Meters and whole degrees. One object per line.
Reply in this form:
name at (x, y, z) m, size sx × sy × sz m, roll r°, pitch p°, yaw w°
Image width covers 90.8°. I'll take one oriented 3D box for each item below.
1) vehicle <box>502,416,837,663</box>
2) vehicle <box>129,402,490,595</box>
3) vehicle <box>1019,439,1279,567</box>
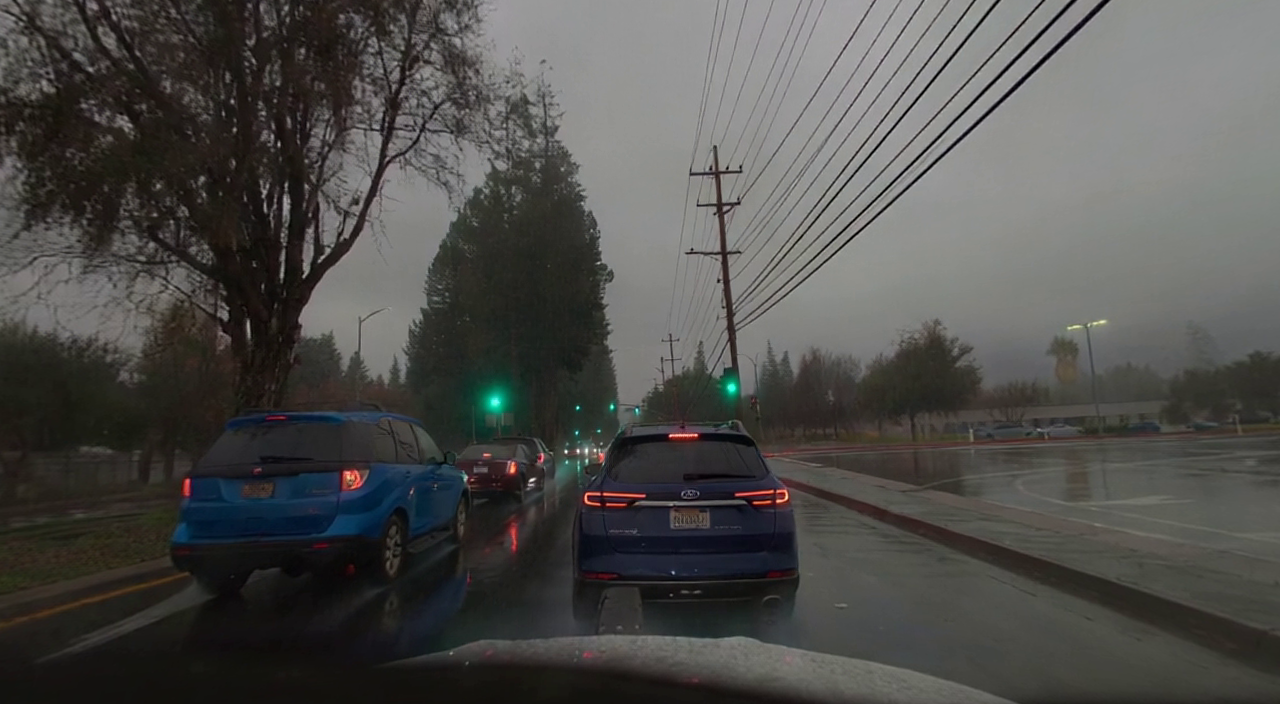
vehicle at (0.118, 1.450, 5.953) m, size 2.056 × 1.487 × 4.003 m, roll 0°, pitch -9°, yaw -2°
vehicle at (-3.470, 1.631, 7.865) m, size 2.105 × 1.706 × 4.337 m, roll 0°, pitch -9°, yaw 0°
vehicle at (8.392, 2.158, 9.925) m, size 1.993 × 1.508 × 4.521 m, roll 0°, pitch -9°, yaw -1°
